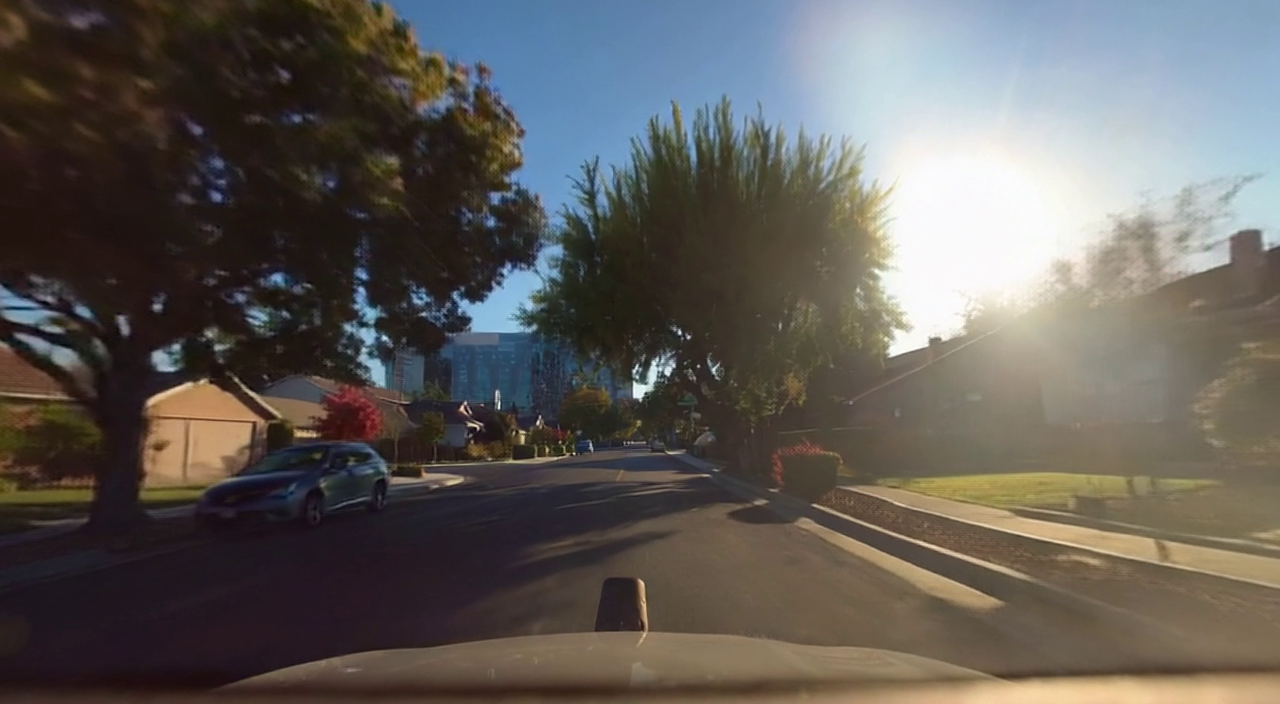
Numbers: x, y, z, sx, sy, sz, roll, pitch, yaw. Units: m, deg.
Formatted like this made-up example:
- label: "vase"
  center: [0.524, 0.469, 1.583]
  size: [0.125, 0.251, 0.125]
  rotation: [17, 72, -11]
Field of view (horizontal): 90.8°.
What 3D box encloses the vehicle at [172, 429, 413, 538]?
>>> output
- label: "vehicle"
  center: [-6.552, 2.515, 12.834]
  size: [2.078, 1.745, 5.119]
  rotation: [0, -9, -1]
